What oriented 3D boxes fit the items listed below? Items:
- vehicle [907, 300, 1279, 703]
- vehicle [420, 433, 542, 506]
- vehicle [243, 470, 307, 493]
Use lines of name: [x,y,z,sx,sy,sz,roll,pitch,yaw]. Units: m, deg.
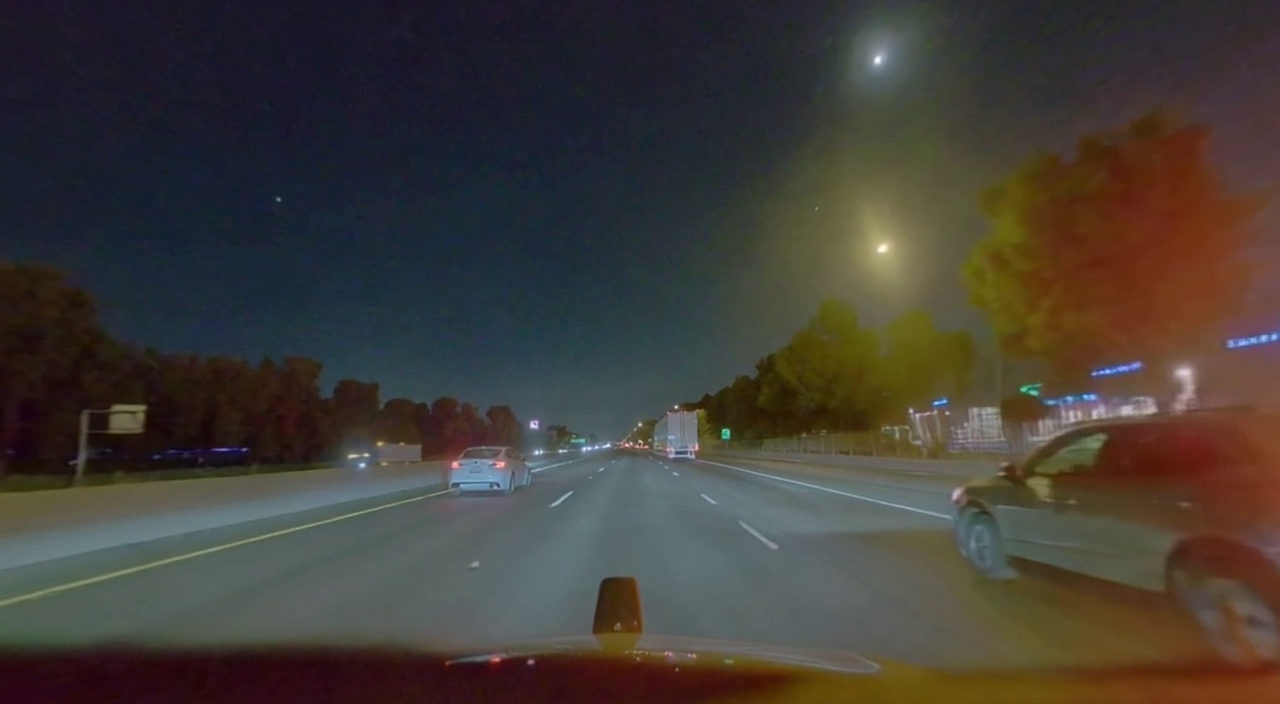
vehicle: [3.378,0.823,3.154,2.065,1.760,4.488,0,-8,-1]
vehicle: [-3.881,2.951,16.385,1.903,1.607,4.770,0,-8,0]
vehicle: [-25.533,9.030,44.369,1.816,1.274,4.395,0,-8,1]
